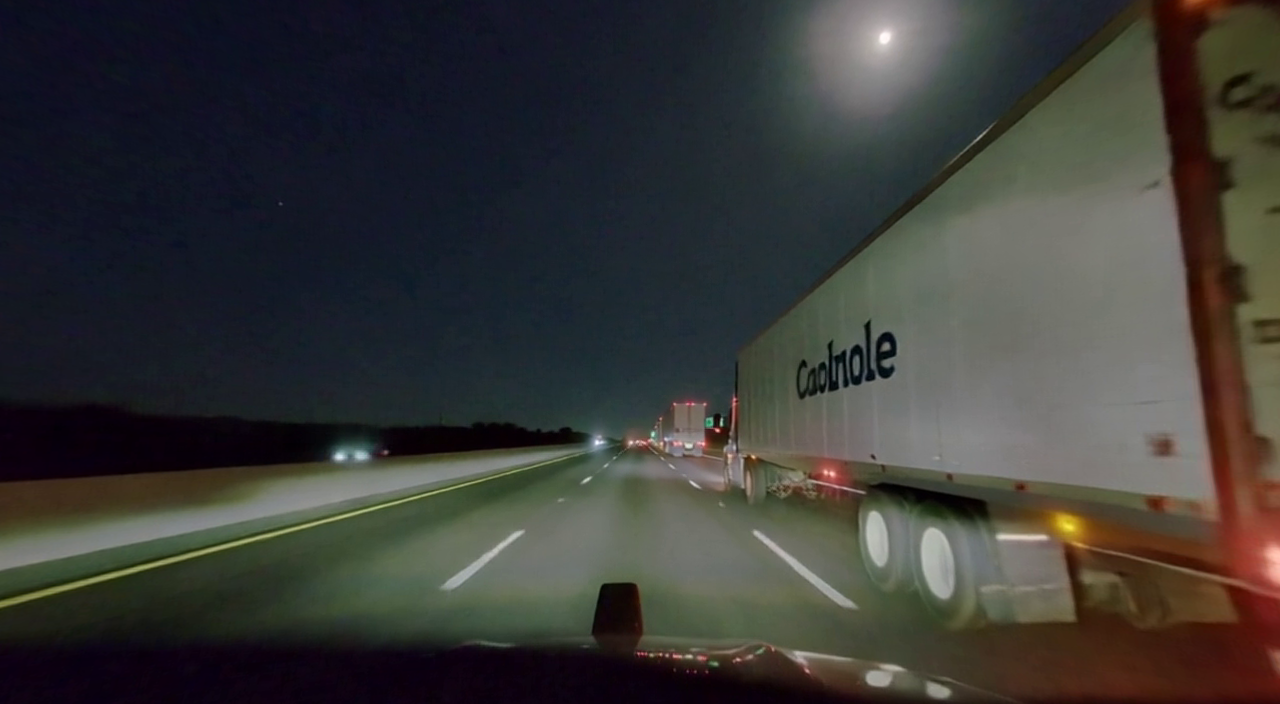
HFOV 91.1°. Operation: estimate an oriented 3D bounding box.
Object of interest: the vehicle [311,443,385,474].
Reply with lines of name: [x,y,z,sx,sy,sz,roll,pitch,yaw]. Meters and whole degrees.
vehicle: [-16.242,5.912,35.210,1.925,1.554,4.674,0,-8,0]
